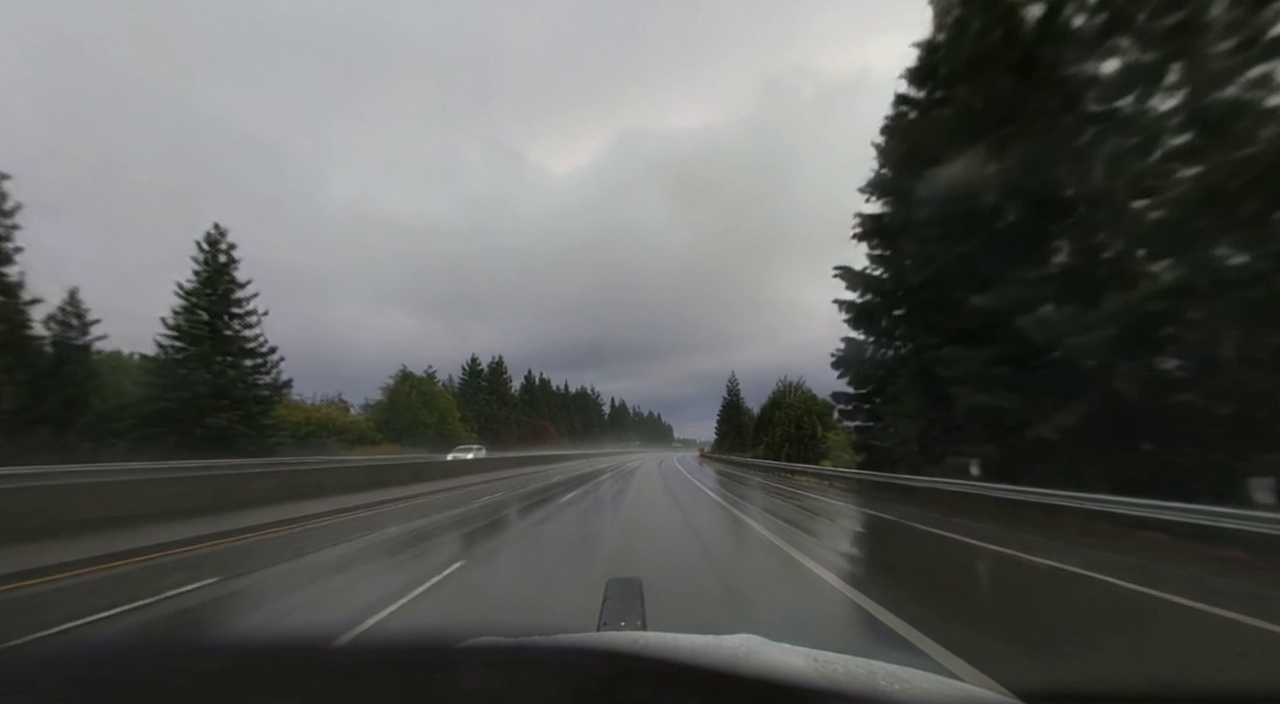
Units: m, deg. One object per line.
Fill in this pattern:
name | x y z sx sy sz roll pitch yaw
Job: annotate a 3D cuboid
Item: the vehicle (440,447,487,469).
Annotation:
vehicle | -12.752 7.660 45.797 1.928 1.475 4.571 0 -9 2
